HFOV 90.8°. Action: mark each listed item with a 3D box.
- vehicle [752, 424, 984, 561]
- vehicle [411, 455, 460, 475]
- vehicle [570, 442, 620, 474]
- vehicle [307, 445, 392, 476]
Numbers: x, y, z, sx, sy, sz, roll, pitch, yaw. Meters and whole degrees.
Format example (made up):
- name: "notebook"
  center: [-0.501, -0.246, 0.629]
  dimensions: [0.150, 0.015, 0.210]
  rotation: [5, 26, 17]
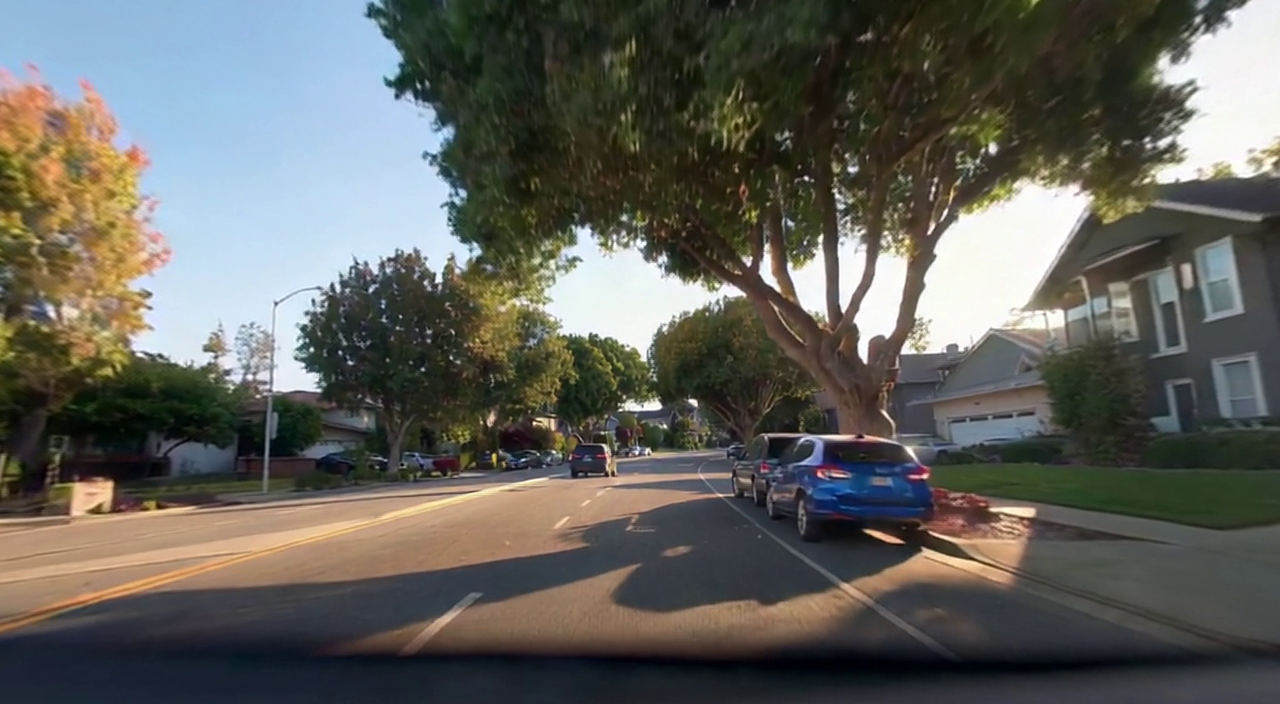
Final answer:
- name: "vehicle"
  center: [3.445, 2.220, 10.842]
  dimensions: [2.147, 1.725, 4.927]
  rotation: [2, -8, 0]
- name: "vehicle"
  center: [-15.621, 8.623, 48.556]
  dimensions: [1.872, 1.396, 4.150]
  rotation: [-1, -9, 8]
- name: "vehicle"
  center: [-2.534, 6.101, 36.608]
  dimensions: [2.135, 1.731, 4.232]
  rotation: [-1, -9, 6]
- name: "vehicle"
  center: [-19.079, 7.157, 41.624]
  dimensions: [4.628, 1.808, 1.899]
  rotation: [0, -12, 7]
